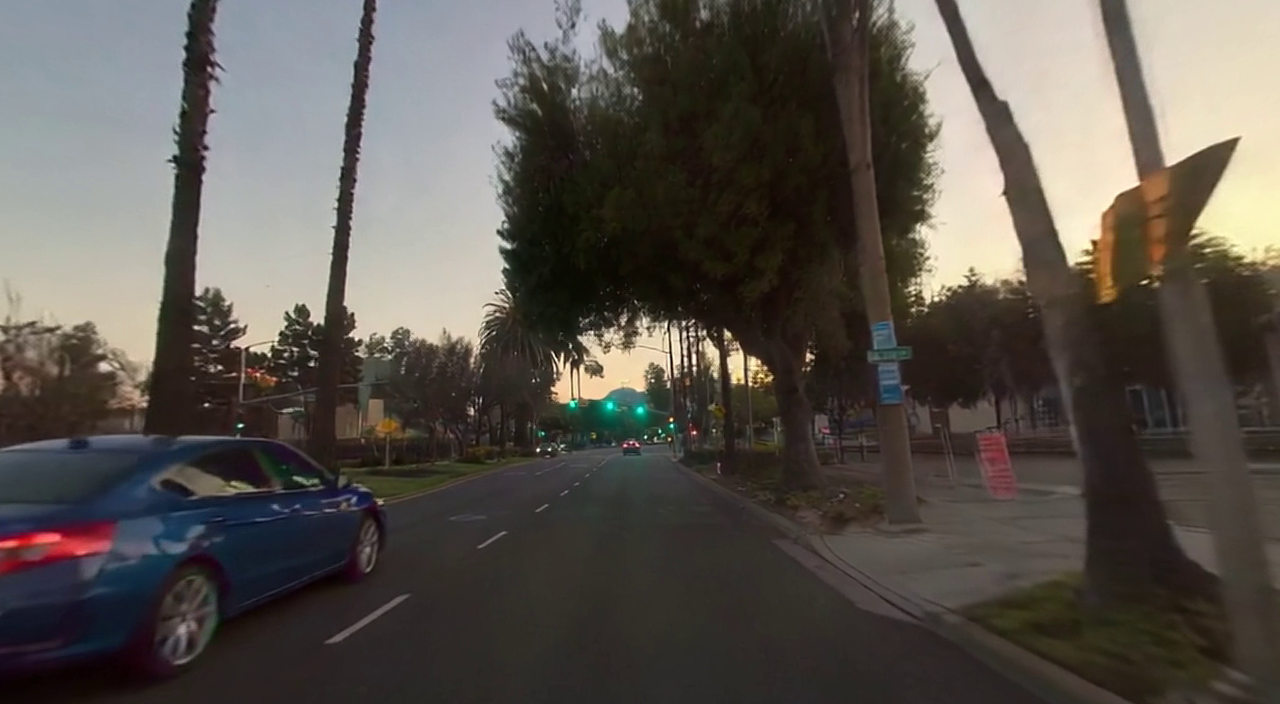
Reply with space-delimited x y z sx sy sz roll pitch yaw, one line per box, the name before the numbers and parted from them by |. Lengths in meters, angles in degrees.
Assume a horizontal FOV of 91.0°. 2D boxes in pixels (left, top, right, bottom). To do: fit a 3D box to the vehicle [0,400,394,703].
vehicle | -3.478 1.122 3.652 2.160 1.497 4.573 0 -8 1
